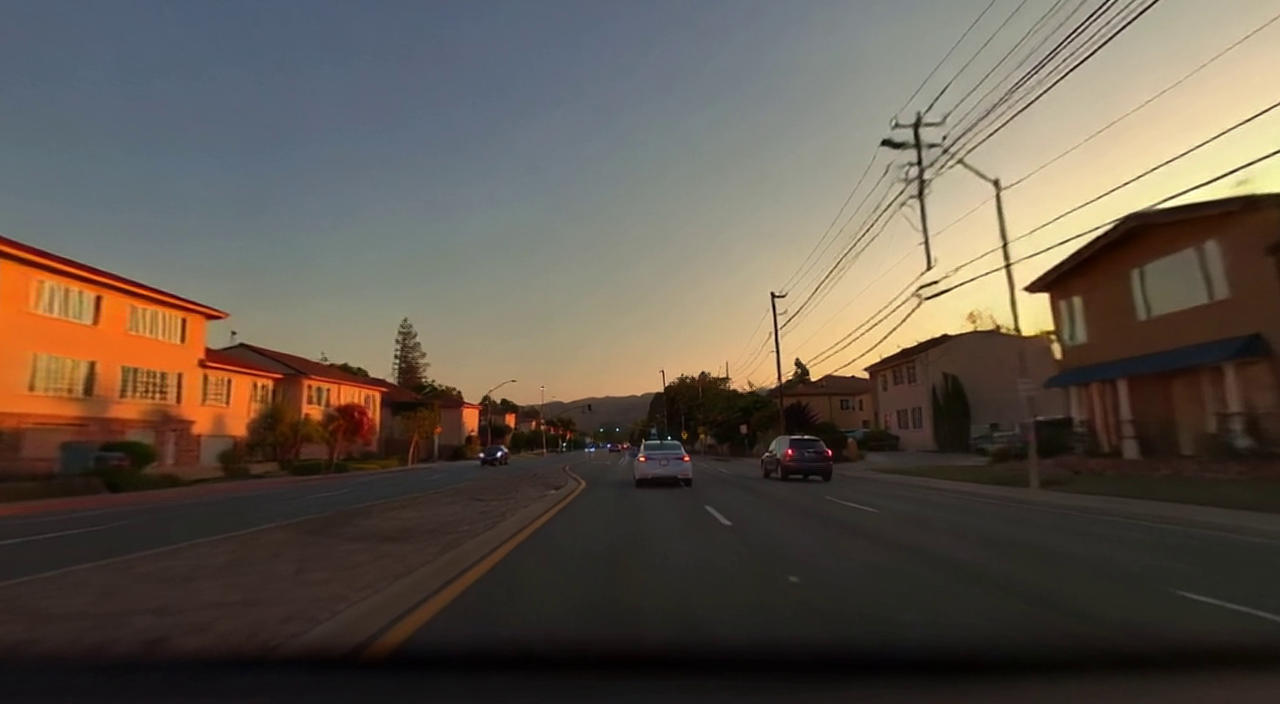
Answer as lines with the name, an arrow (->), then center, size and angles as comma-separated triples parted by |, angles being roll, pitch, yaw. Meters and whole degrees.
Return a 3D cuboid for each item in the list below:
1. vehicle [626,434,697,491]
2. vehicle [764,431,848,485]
vehicle -> 0.645, 3.672, 21.204 | 2.138, 1.702, 4.168 | 0, -9, 0
vehicle -> 6.314, 4.107, 24.493 | 2.061, 1.889, 4.268 | 0, -9, 0
